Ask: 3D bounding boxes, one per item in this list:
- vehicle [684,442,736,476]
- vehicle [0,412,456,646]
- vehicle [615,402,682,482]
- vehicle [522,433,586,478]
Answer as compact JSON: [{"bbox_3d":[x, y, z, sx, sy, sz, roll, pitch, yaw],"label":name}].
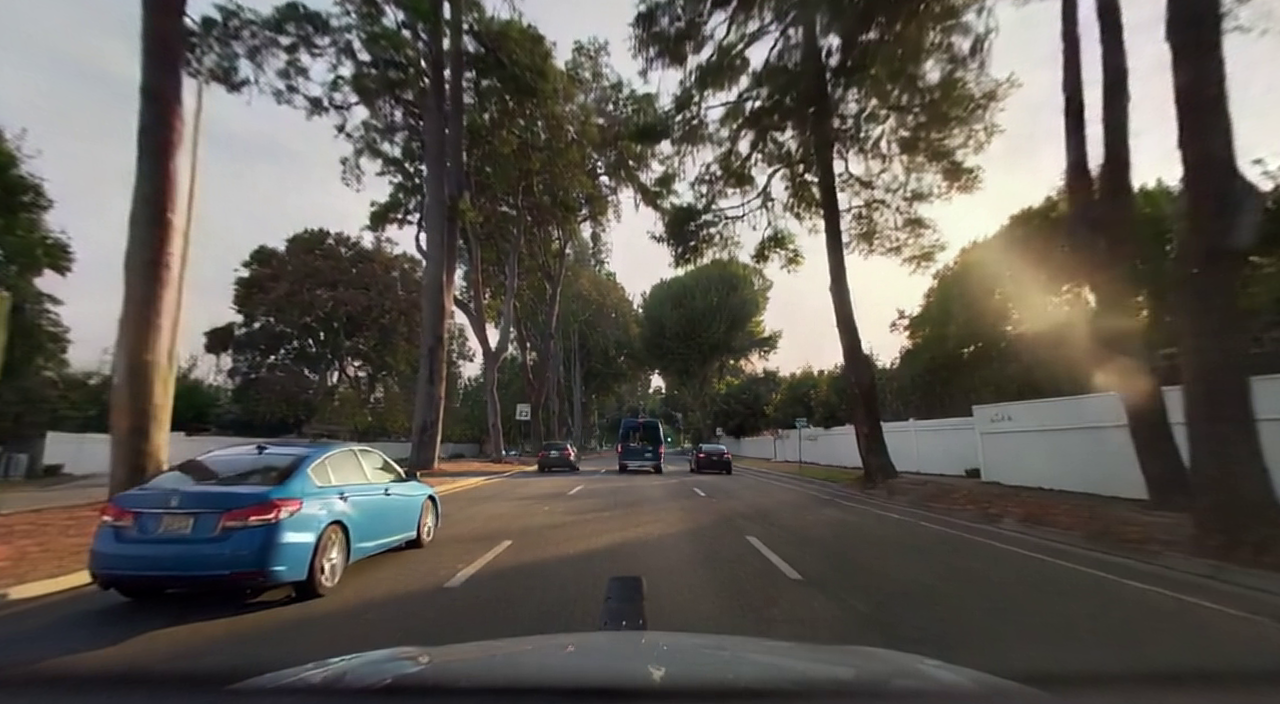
[{"bbox_3d":[3.243,5.045,29.889,1.945,1.469,4.258,1,-8,-1],"label":"vehicle"},{"bbox_3d":[-3.618,1.475,6.410,2.036,1.474,4.647,1,-8,0],"label":"vehicle"},{"bbox_3d":[0.186,3.546,24.756,2.311,2.726,5.814,1,-8,-2],"label":"vehicle"},{"bbox_3d":[-3.527,4.329,26.469,2.021,1.715,4.329,0,-8,1],"label":"vehicle"}]
